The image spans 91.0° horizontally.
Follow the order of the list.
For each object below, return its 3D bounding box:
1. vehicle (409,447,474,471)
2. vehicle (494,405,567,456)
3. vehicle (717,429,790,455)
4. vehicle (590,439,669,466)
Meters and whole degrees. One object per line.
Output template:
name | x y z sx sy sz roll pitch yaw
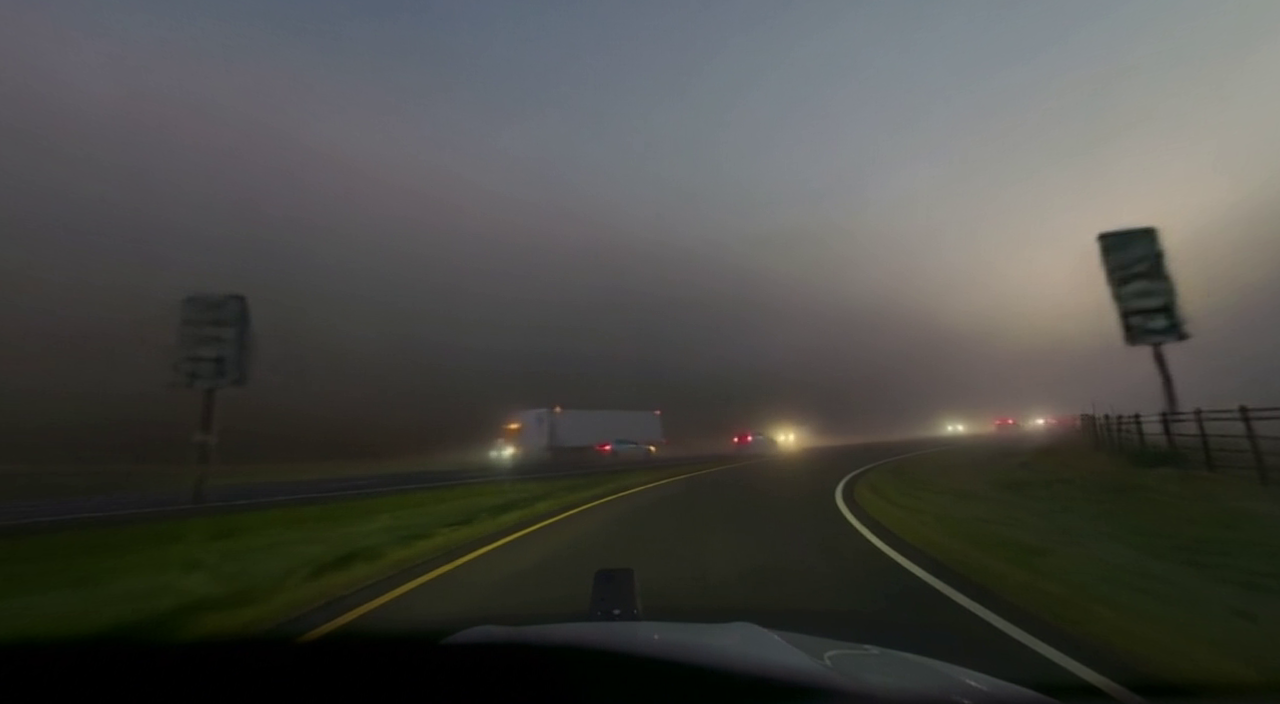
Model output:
vehicle | -12.361 6.655 39.289 1.596 1.339 3.465 -8 -11 43
vehicle | -8.521 6.184 49.225 2.985 3.697 4.762 -8 -11 43
vehicle | 7.309 5.747 40.286 4.843 1.579 2.135 7 -11 -44
vehicle | -0.558 6.086 38.329 4.819 1.496 1.923 8 -11 -44
